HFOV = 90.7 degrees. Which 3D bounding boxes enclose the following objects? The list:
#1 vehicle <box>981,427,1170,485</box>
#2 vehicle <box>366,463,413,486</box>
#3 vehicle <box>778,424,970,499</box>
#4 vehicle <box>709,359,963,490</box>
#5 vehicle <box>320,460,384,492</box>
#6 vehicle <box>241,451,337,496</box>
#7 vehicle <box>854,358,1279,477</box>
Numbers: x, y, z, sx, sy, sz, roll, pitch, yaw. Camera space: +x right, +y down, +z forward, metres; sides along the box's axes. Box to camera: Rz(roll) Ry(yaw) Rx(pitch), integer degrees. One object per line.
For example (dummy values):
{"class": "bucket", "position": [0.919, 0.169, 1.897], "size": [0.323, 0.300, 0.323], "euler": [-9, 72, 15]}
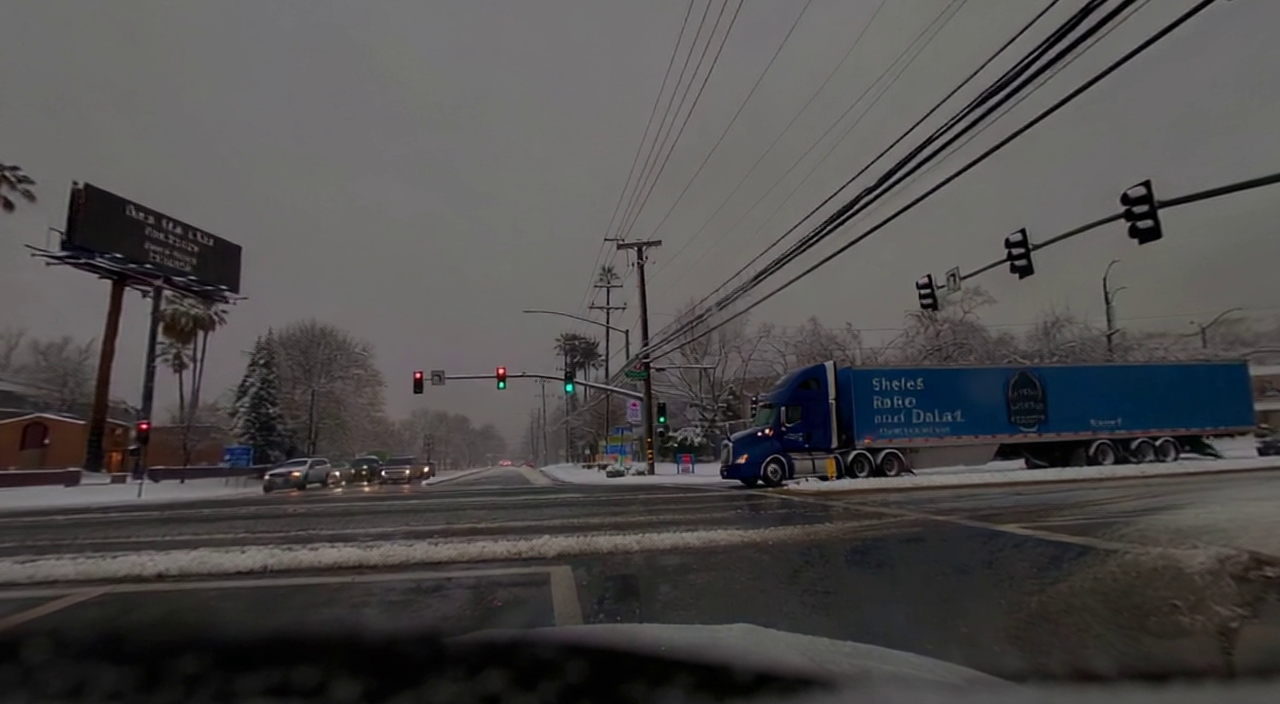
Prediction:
{"class": "vehicle", "position": [14.259, 3.430, 20.866], "size": [4.958, 1.510, 1.949], "euler": [-2, -10, -9]}
{"class": "vehicle", "position": [-18.965, 9.263, 48.091], "size": [1.834, 1.521, 4.970], "euler": [0, -9, -4]}
{"class": "vehicle", "position": [7.261, 3.425, 19.930], "size": [5.079, 1.893, 2.200], "euler": [-2, -10, -10]}
{"class": "vehicle", "position": [6.951, 2.669, 23.162], "size": [8.167, 4.352, 3.029], "euler": [1, -9, -10]}
{"class": "vehicle", "position": [-18.041, 7.732, 39.908], "size": [2.028, 1.744, 4.876], "euler": [0, -9, -5]}
{"class": "vehicle", "position": [-22.468, 7.739, 40.933], "size": [2.989, 2.573, 6.053], "euler": [0, -9, -3]}
{"class": "vehicle", "position": [17.207, 2.631, 24.973], "size": [17.071, 4.151, 2.876], "euler": [1, -9, -10]}
